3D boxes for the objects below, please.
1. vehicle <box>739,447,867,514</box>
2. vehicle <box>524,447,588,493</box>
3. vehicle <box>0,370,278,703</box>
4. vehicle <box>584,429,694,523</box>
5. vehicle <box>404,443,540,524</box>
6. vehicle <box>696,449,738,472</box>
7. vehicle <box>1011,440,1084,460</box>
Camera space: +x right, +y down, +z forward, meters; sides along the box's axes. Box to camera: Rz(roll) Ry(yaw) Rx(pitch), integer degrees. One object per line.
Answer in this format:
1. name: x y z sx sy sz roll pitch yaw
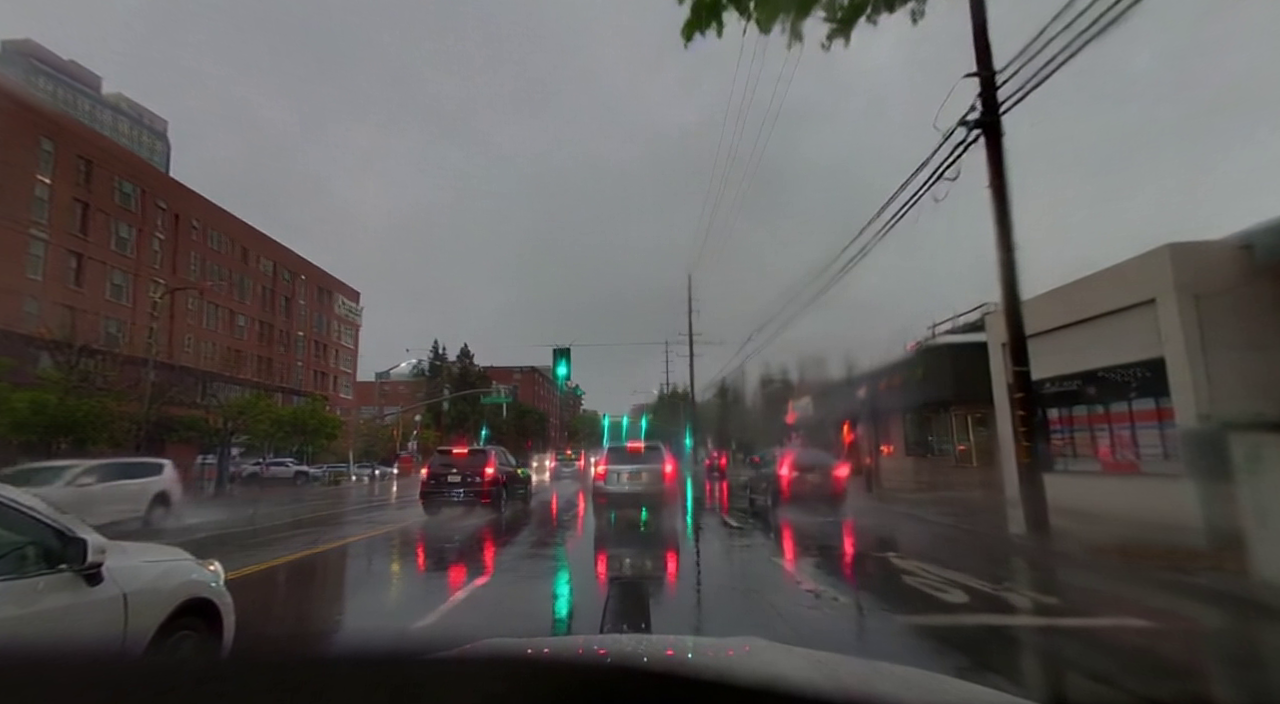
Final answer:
1. vehicle: 3.941 3.170 16.155 1.986 1.457 4.566 0 -8 -1
2. vehicle: -3.241 4.594 24.983 1.894 1.642 3.861 0 -8 1
3. vehicle: -3.336 0.794 1.683 1.975 1.624 4.481 0 -8 1
4. vehicle: 0.001 2.654 14.015 2.075 1.770 4.018 0 -8 1
5. vehicle: -3.696 2.936 14.738 1.886 1.599 4.247 0 -8 2
6. vehicle: 5.702 7.946 46.242 1.878 1.526 4.736 -3 -9 21
7. vehicle: 31.720 7.659 49.161 4.169 1.475 2.059 -2 -9 11
